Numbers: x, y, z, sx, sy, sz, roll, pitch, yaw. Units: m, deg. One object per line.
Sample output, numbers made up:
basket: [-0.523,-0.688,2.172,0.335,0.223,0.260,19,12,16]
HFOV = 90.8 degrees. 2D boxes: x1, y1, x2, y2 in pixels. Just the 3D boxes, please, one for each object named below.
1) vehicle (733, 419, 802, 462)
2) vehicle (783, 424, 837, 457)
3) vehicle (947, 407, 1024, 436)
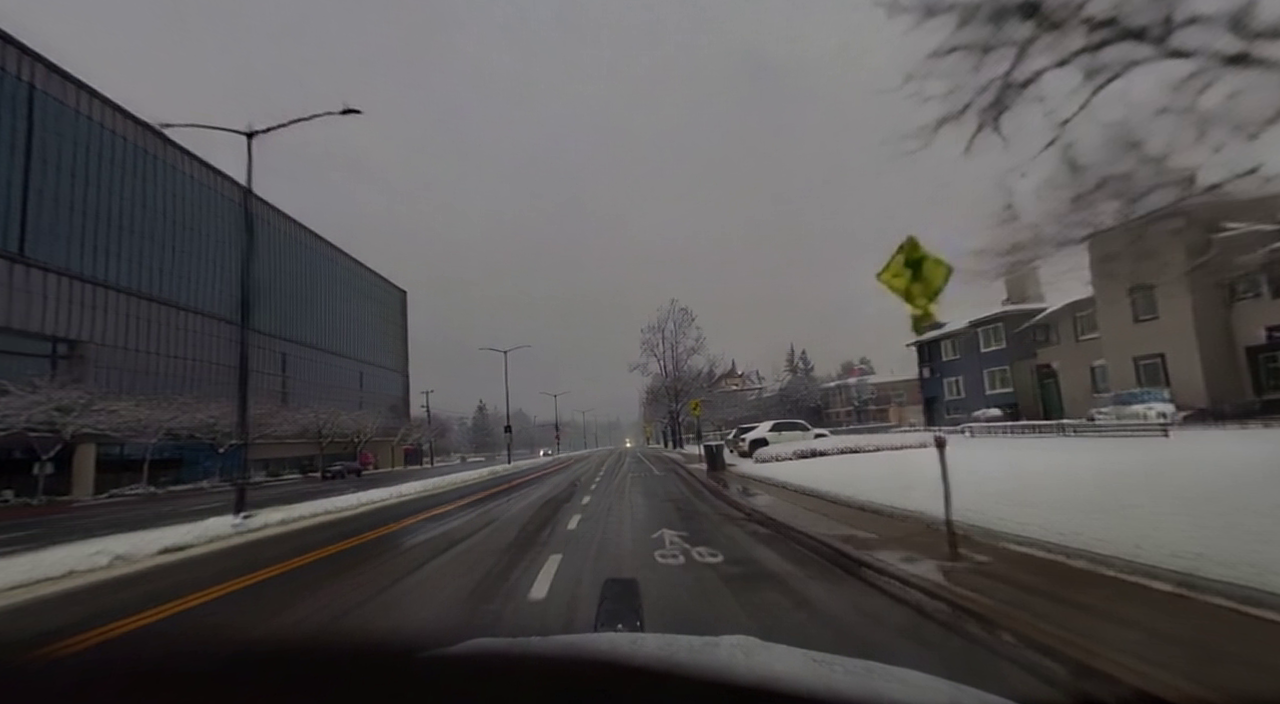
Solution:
vehicle: [6.157,4.392,31.176,2.160,1.944,5.086,0,-8,-2]
vehicle: [8.491,4.462,31.806,1.842,1.535,3.638,-1,-8,3]
vehicle: [19.521,3.998,35.930,1.890,1.492,4.494,0,-8,1]
